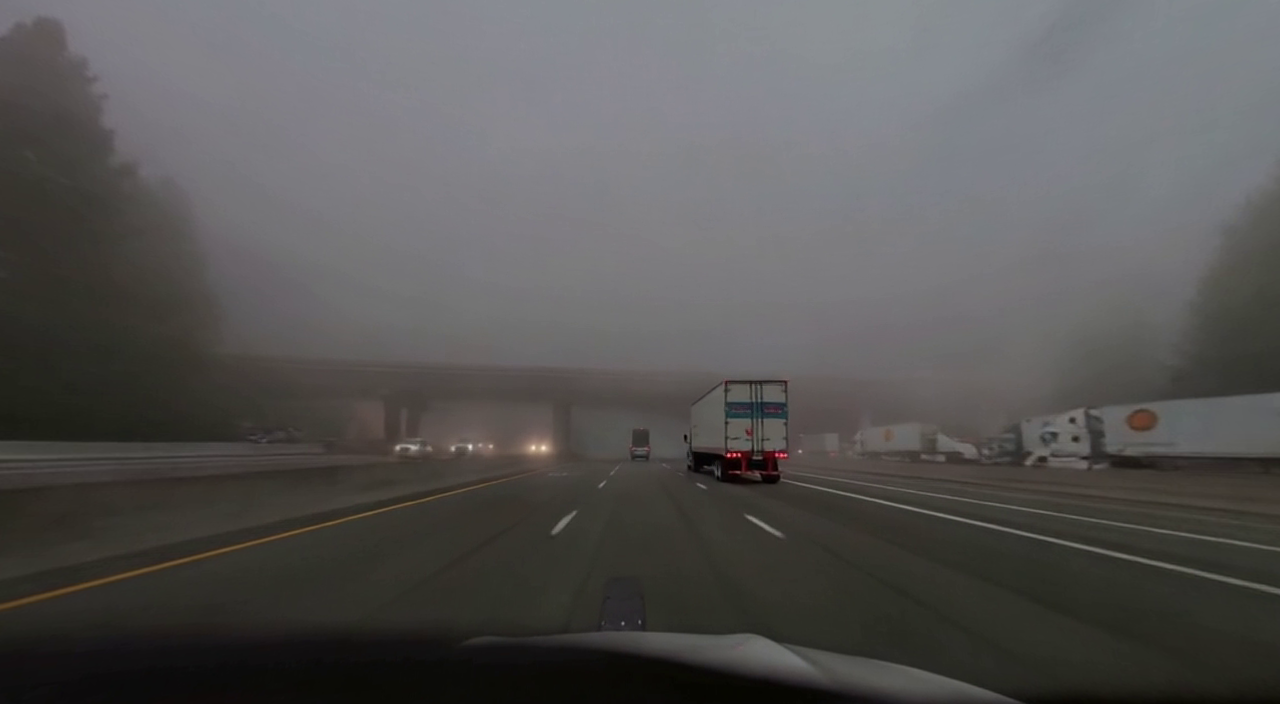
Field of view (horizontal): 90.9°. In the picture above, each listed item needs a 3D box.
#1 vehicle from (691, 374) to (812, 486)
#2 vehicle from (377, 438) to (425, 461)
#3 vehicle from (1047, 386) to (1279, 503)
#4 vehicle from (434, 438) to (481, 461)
[{"bbox_3d":[4.590,3.860,29.871,2.881,3.995,14.382,0,-9,-1],"label":"vehicle"},{"bbox_3d":[-15.768,6.431,41.701,1.712,1.422,3.625,0,-9,0],"label":"vehicle"},{"bbox_3d":[23.203,3.903,26.363,2.834,3.946,14.251,0,-9,0],"label":"vehicle"},{"bbox_3d":[-12.326,6.592,42.814,1.831,1.463,4.205,0,-9,1],"label":"vehicle"}]
